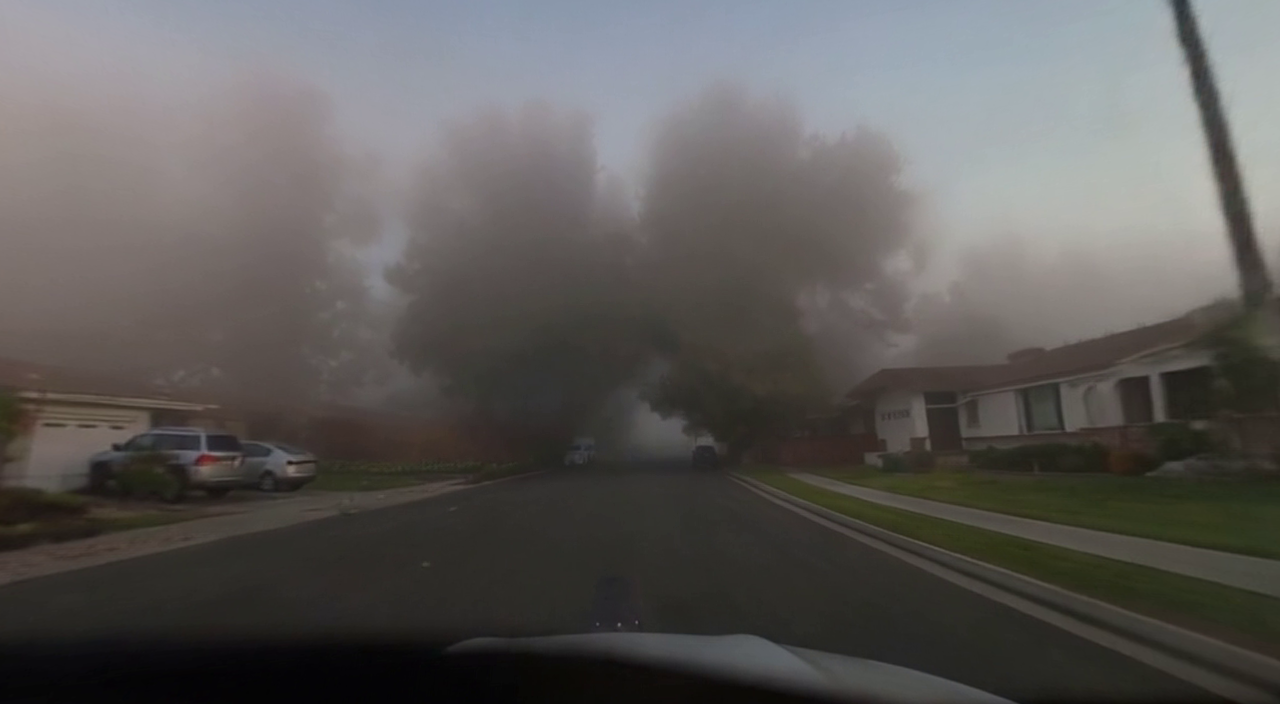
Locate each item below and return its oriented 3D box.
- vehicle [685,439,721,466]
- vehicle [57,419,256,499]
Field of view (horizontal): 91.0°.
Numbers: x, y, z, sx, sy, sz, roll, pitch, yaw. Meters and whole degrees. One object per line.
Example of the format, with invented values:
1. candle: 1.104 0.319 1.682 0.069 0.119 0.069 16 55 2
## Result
1. vehicle: 4.328 7.000 43.871 2.176 1.762 4.622 0 -8 1
2. vehicle: -13.846 3.146 18.289 3.918 1.719 1.988 -2 -21 -3
